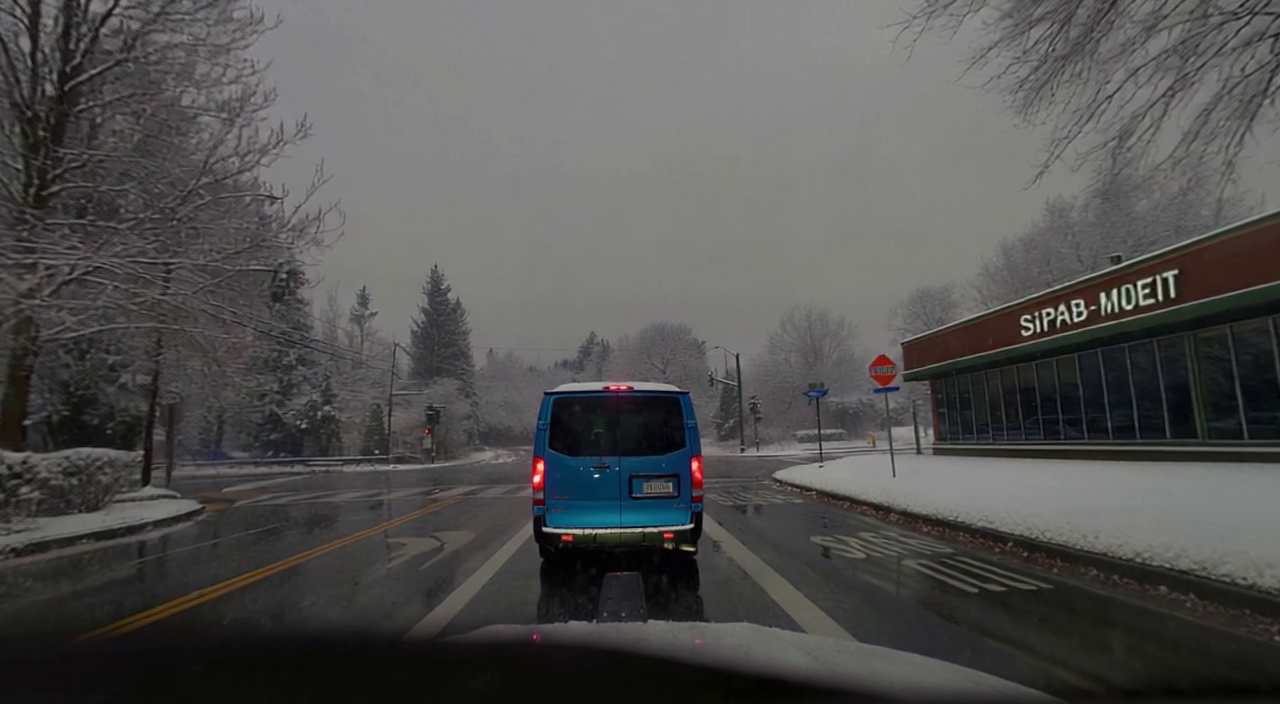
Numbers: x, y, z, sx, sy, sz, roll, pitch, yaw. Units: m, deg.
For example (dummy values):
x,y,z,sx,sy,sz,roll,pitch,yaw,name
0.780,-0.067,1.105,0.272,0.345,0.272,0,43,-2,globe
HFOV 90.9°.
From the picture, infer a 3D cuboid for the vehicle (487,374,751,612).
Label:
x,y,z,sx,sy,sz,roll,pitch,yaw,name
-0.300,1.465,7.289,2.181,1.949,3.932,1,-9,-4,vehicle
